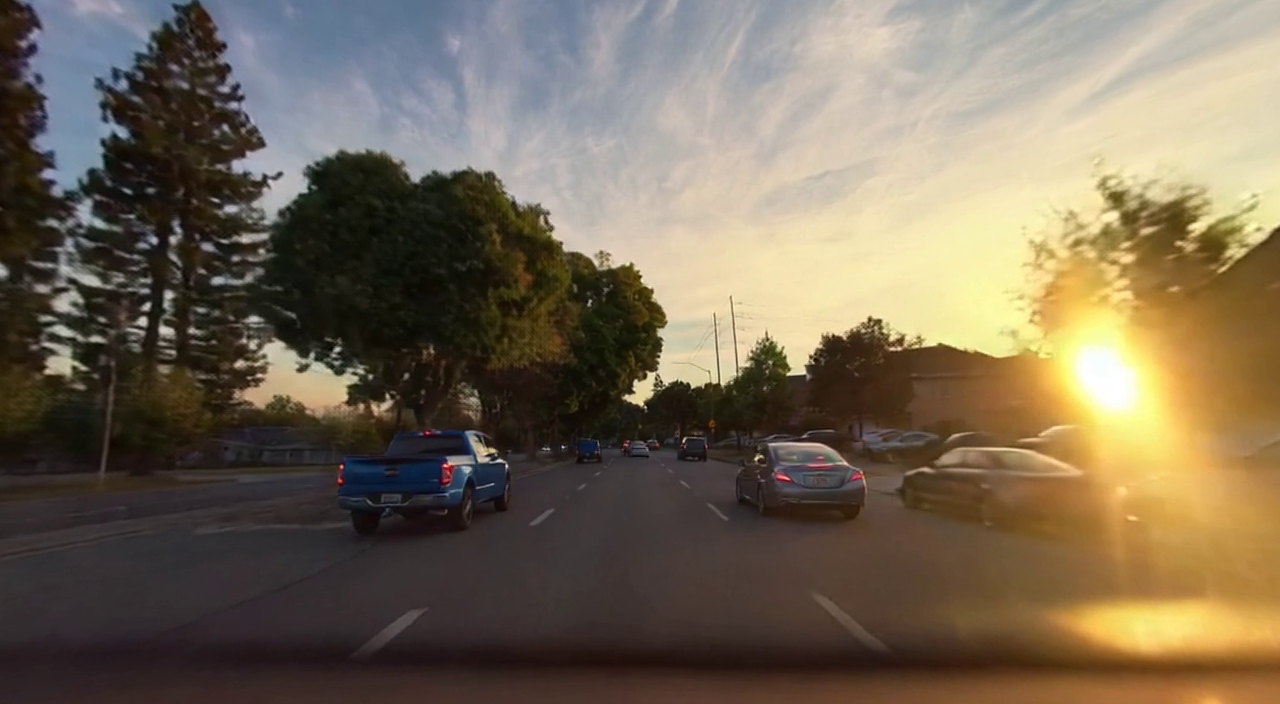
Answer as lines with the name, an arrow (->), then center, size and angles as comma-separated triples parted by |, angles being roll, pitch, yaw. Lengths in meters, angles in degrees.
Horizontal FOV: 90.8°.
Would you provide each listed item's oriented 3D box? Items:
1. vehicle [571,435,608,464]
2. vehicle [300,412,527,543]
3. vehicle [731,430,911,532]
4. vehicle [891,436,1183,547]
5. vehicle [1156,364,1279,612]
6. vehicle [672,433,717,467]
vehicle -> -3.456, 6.750, 43.831 | 2.218, 1.829, 4.492 | -1, -8, 0
vehicle -> -3.547, 2.090, 11.258 | 2.111, 1.745, 5.274 | -1, -8, 0
vehicle -> 2.969, 2.204, 11.417 | 1.884, 1.463, 4.195 | 0, -8, -2
vehicle -> 6.267, 2.220, 10.841 | 1.940, 1.445, 4.629 | -1, -9, -1
vehicle -> 6.315, 0.936, 3.998 | 2.012, 2.032, 4.728 | -1, -8, 0
vehicle -> 3.125, 5.747, 37.147 | 2.099, 1.845, 4.363 | 0, -8, -2
